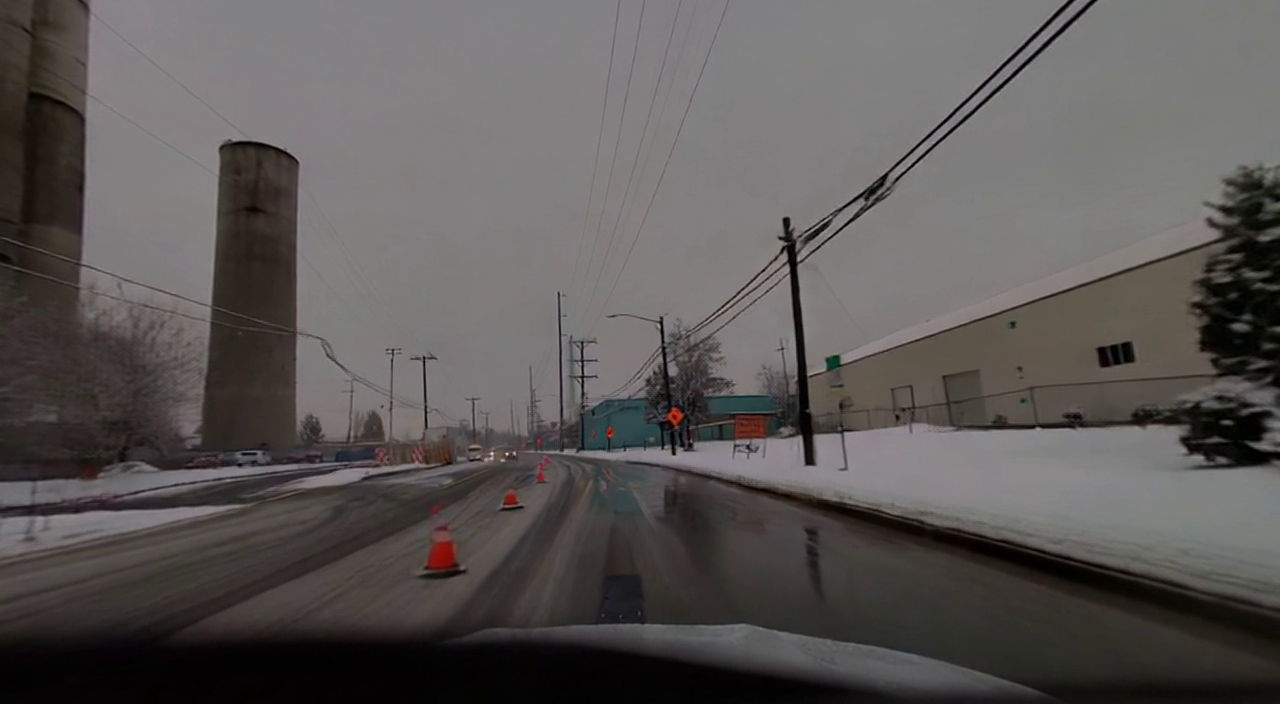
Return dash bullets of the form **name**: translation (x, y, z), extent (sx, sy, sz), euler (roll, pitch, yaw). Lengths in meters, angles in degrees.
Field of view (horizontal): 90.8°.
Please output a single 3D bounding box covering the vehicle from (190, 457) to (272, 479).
- **vehicle**: translation (-27.852, 7.902, 43.108), extent (4.184, 1.411, 1.855), euler (1, -9, -7)
